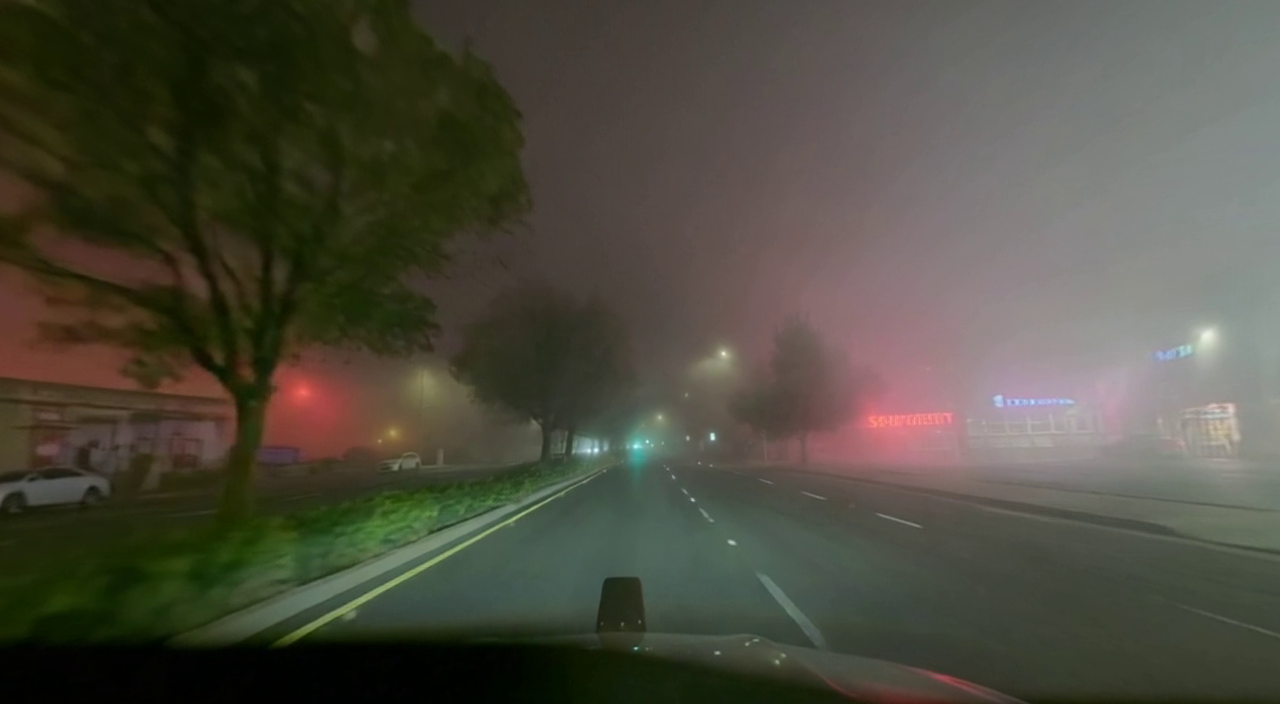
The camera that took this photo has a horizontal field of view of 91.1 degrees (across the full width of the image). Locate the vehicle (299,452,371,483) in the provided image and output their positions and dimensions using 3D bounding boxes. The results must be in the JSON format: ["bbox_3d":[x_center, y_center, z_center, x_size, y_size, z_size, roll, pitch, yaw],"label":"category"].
[{"bbox_3d":[-18.709,7.096,38.759,2.012,1.560,4.782,-1,-7,1],"label":"vehicle"}]

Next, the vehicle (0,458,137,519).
[{"bbox_3d":[-19.039,4.220,19.805,1.959,1.535,5.081,-1,-7,3],"label":"vehicle"}]

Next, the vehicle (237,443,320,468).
[{"bbox_3d":[-26.433,7.579,46.098,4.667,1.728,2.276,0,-7,-3],"label":"vehicle"}]

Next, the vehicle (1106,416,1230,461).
[{"bbox_3d":[32.683,5.381,39.182,2.684,2.559,5.772,0,-8,1],"label":"vehicle"}]
